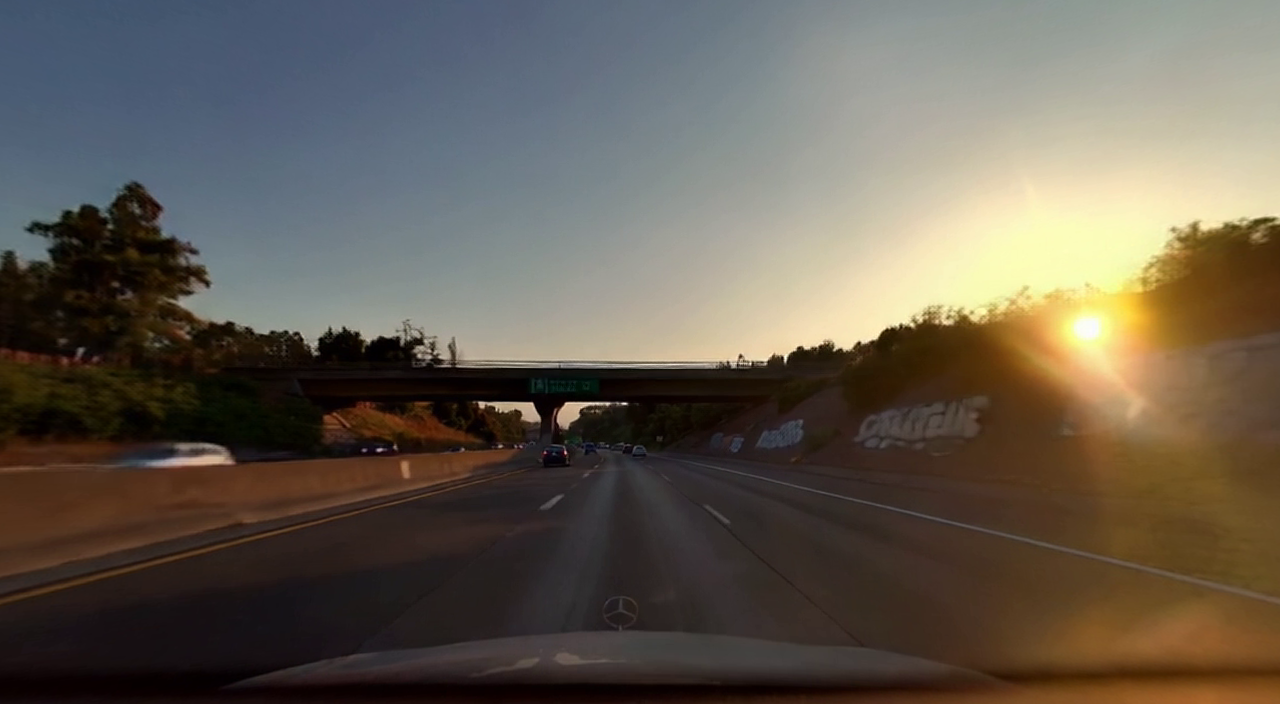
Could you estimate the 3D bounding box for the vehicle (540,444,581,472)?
[{"bbox_3d":[-4.366,5.893,35.004,1.871,1.459,3.771,0,-9,-2],"label":"vehicle"}]
